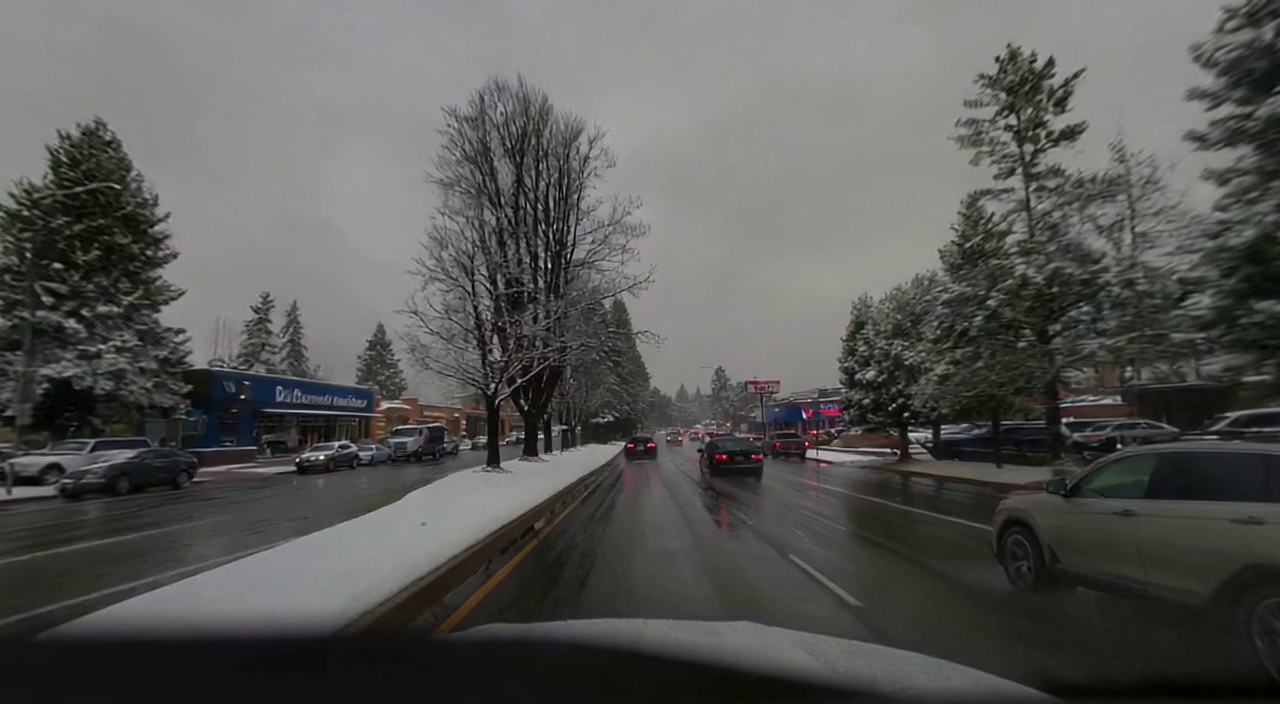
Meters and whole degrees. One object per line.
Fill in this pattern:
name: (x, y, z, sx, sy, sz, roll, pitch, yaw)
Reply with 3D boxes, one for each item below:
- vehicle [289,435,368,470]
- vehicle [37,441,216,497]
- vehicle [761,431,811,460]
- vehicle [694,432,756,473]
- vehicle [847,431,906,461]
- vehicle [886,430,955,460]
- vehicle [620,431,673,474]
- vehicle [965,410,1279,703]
vehicle: (-19.078, 6.179, 38.775, 2.286, 1.968, 5.350, 0, -8, -2)
vehicle: (-18.985, 4.288, 23.699, 1.959, 1.836, 5.490, 0, -8, 2)
vehicle: (10.491, 6.771, 45.695, 2.318, 1.974, 5.282, 0, -8, -1)
vehicle: (3.663, 4.435, 27.932, 2.115, 1.692, 4.189, 0, -8, -1)
vehicle: (15.304, 6.111, 40.970, 2.012, 1.817, 4.970, 0, -8, 1)
vehicle: (17.927, 5.981, 40.477, 1.972, 1.774, 5.319, 0, -8, 0)
vehicle: (0.268, 4.210, 26.443, 2.098, 1.682, 3.778, 0, -8, 1)
vehicle: (3.816, 1.052, 3.180, 1.908, 1.463, 4.506, 0, -8, 0)
